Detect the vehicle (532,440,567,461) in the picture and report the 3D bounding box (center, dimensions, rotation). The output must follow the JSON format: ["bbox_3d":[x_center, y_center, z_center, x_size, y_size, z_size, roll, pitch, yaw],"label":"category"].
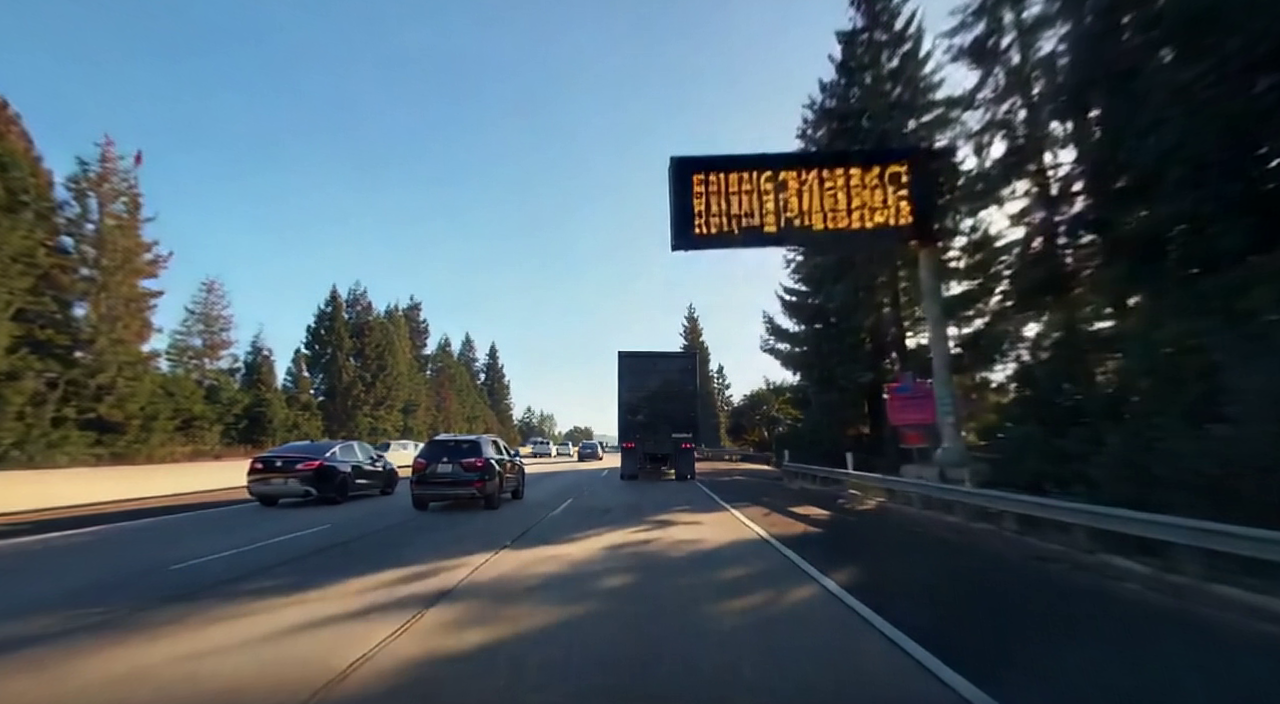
[{"bbox_3d":[-6.612,7.215,46.415,1.882,1.451,4.416,0,-9,1],"label":"vehicle"}]

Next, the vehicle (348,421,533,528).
[{"bbox_3d":[-3.502,2.243,12.067,2.077,1.671,4.249,0,-9,1],"label":"vehicle"}]

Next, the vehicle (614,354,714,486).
[{"bbox_3d":[0.727,2.751,23.715,2.870,3.841,10.653,0,-9,0],"label":"vehicle"}]

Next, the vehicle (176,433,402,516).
[{"bbox_3d":[-7.267,2.583,13.854,2.063,1.480,4.842,0,-9,2],"label":"vehicle"}]
